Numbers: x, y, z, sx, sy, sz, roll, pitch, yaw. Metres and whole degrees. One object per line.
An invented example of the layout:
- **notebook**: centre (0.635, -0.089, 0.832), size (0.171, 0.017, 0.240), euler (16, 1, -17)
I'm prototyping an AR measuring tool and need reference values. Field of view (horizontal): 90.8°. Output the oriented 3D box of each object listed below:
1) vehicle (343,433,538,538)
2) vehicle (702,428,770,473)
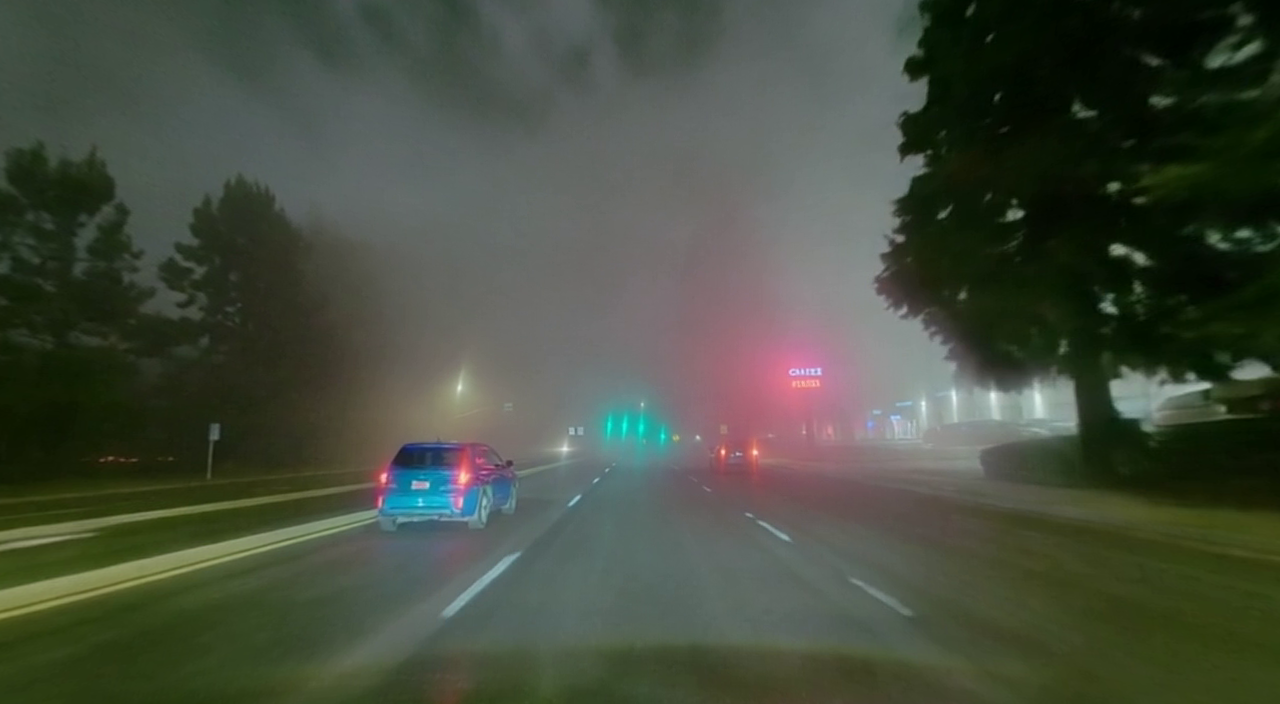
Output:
- **vehicle**: centre (-3.168, 2.201, 11.129), size (2.017, 1.470, 4.293), euler (0, -8, 0)
- **vehicle**: centre (4.602, 4.870, 31.387), size (2.476, 2.016, 5.586), euler (0, -8, 0)
